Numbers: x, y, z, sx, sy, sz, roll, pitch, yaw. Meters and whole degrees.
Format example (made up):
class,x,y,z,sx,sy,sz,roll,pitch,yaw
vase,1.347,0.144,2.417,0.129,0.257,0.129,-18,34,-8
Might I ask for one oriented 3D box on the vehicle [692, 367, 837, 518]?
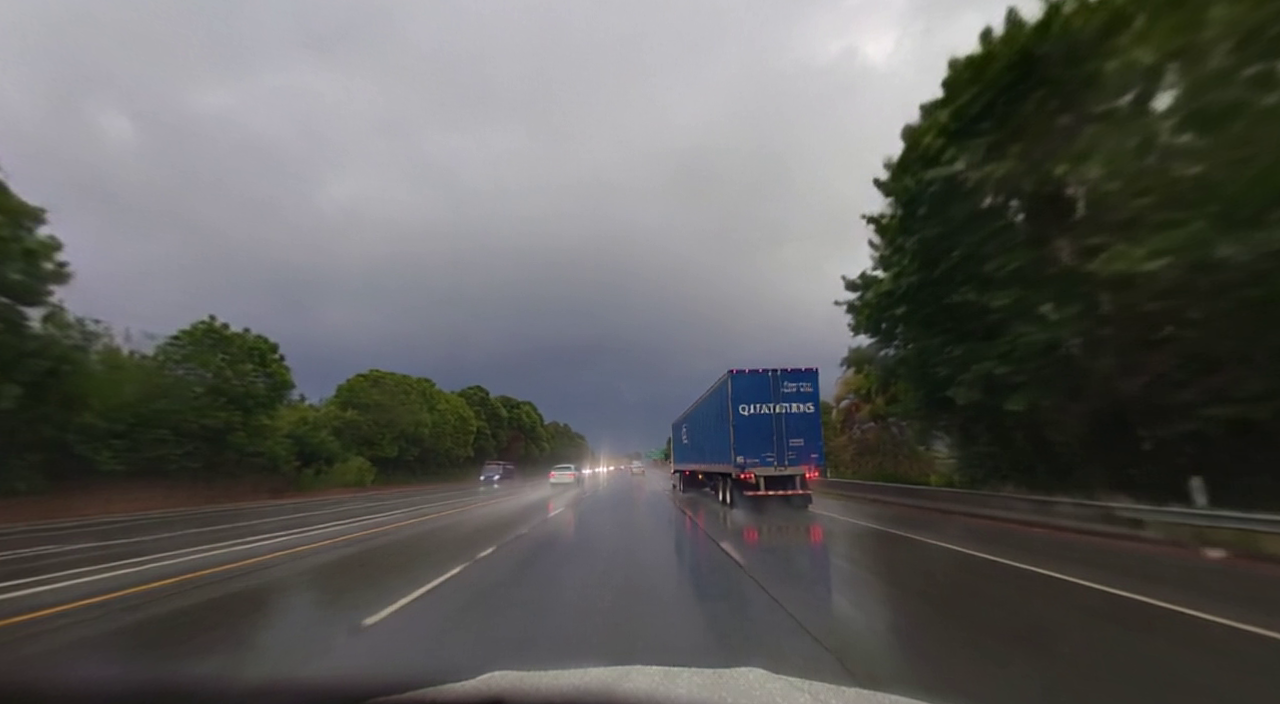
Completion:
class,x,y,z,sx,sy,sz,roll,pitch,yaw
vehicle,3.785,3.368,22.343,2.871,4.032,10.642,1,-10,0

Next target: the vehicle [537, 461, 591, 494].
class,x,y,z,sx,sy,sz,roll,pitch,yaw
vehicle,-3.945,6.632,33.512,2.180,1.556,4.895,0,-10,1
